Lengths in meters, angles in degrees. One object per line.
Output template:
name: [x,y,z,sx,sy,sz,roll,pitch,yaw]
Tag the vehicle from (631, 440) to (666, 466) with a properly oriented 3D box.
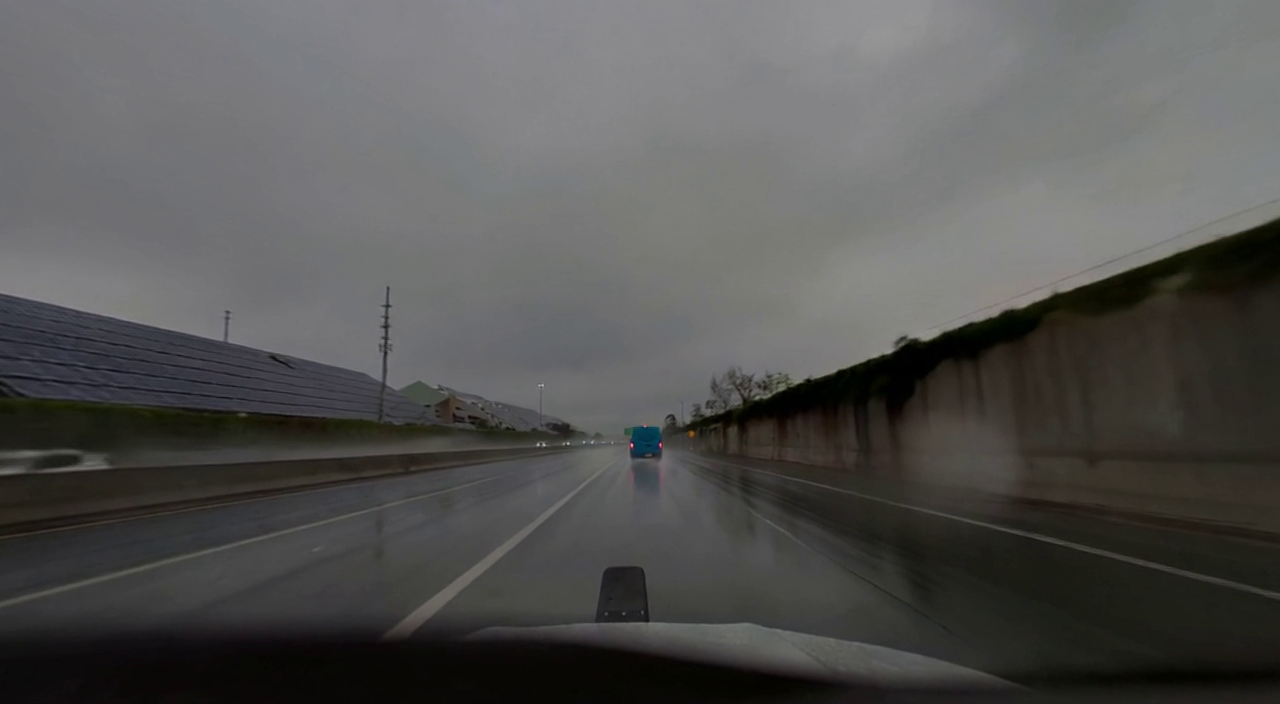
vehicle: [0.485,6.017,37.566,1.997,1.484,3.409,0,-8,0]
